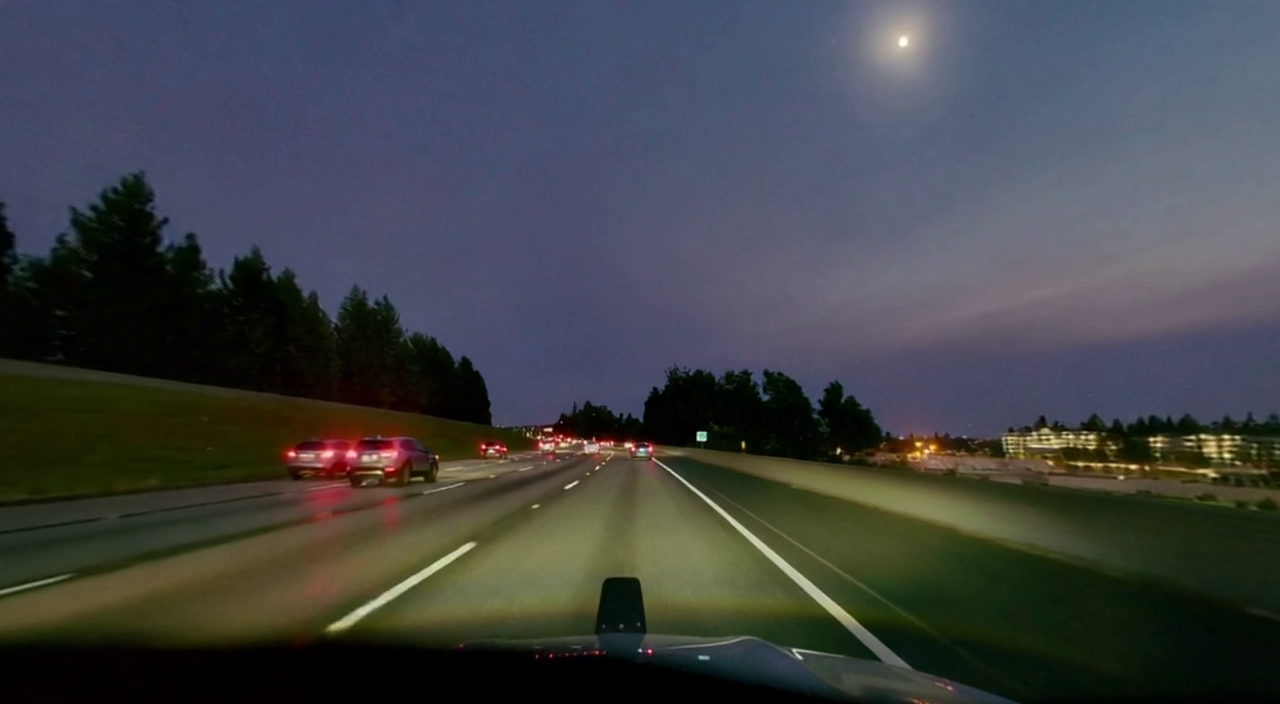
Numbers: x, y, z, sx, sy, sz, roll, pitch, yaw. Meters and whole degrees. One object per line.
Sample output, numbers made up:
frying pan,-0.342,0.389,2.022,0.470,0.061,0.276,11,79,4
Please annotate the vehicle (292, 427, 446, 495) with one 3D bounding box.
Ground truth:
vehicle,-7.623,3.113,18.379,2.238,1.712,5.000,0,-8,0

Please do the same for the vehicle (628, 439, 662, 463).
vehicle,0.261,6.521,41.355,2.060,1.465,3.974,0,-8,-2
